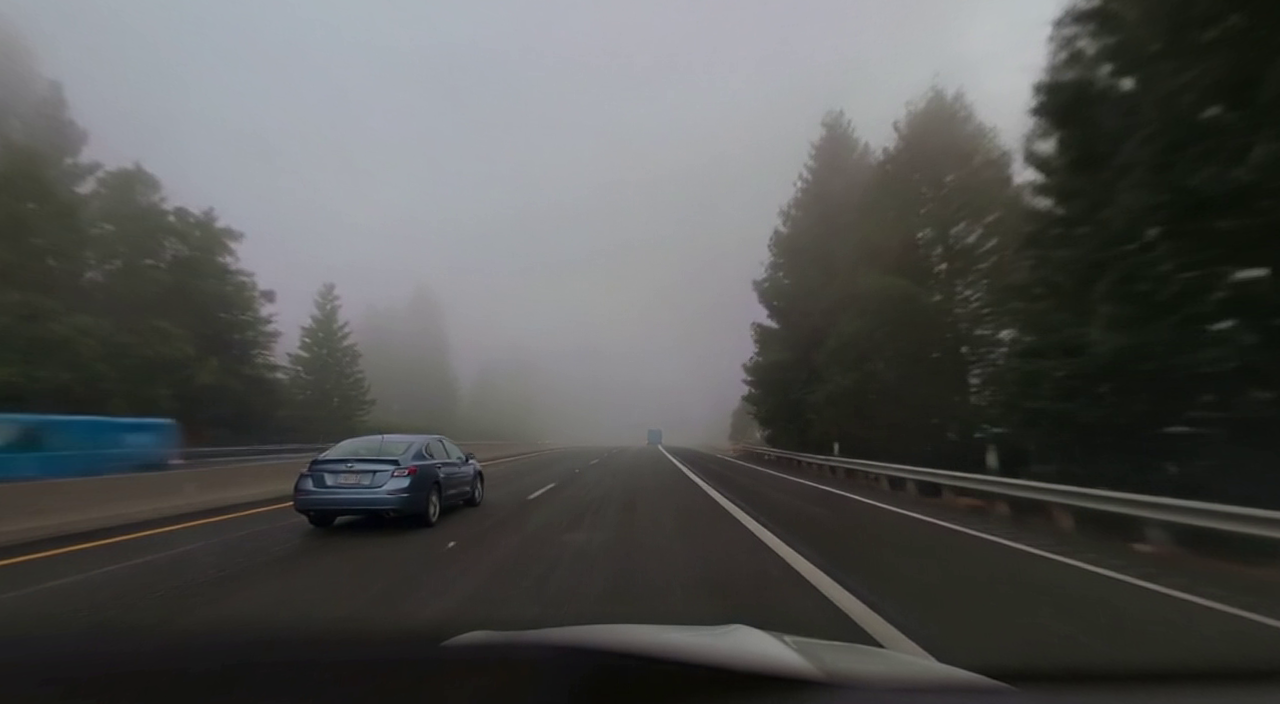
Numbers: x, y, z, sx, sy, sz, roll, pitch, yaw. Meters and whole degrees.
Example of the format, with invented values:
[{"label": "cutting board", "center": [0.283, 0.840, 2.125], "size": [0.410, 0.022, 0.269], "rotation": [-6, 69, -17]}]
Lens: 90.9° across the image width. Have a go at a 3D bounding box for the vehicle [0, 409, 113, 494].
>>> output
[{"label": "vehicle", "center": [-15.241, 2.258, 14.330], "size": [2.120, 1.862, 5.124], "rotation": [0, -8, -1]}]
